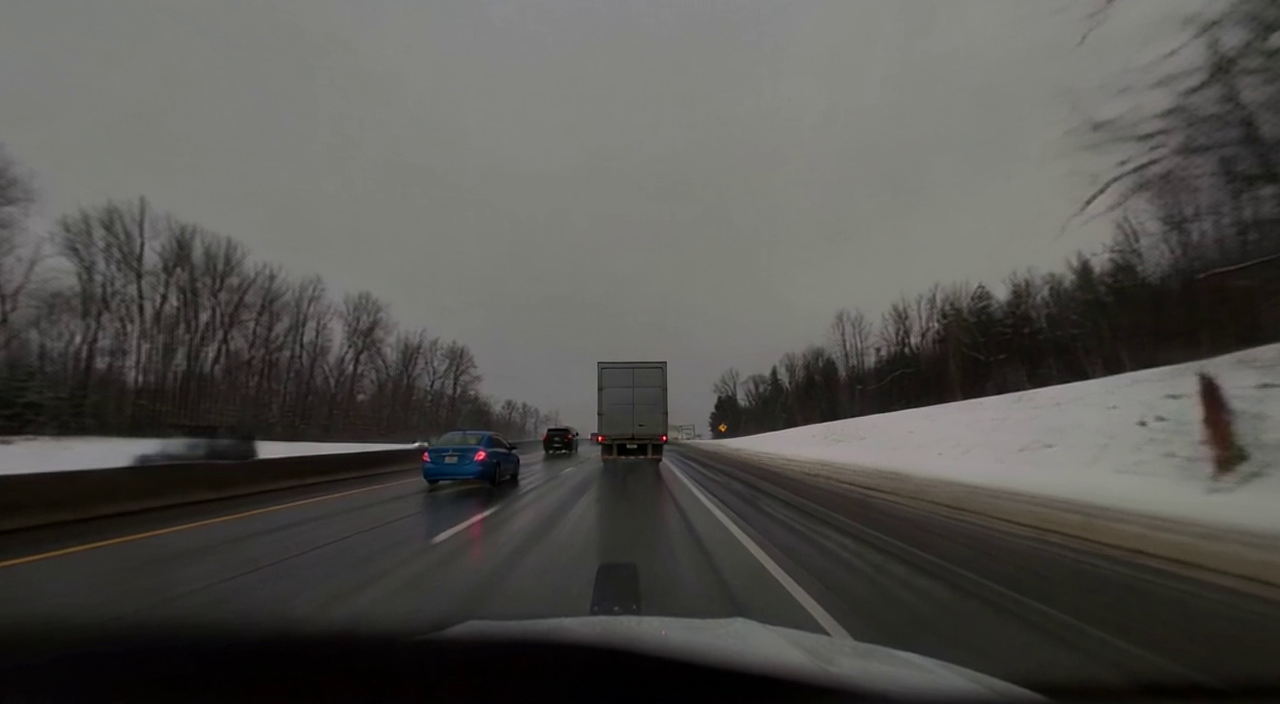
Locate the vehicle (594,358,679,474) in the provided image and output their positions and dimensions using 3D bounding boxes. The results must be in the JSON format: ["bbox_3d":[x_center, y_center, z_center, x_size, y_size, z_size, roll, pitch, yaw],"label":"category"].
[{"bbox_3d":[-0.236,2.896,27.006,2.953,4.041,10.072,0,-8,-1],"label":"vehicle"}]

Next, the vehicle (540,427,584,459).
[{"bbox_3d":[-4.639,5.462,37.898,2.019,1.834,4.644,0,-8,0],"label":"vehicle"}]

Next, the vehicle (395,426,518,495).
[{"bbox_3d":[-4.621,2.771,16.591,1.931,1.539,4.441,0,-8,0],"label":"vehicle"}]
